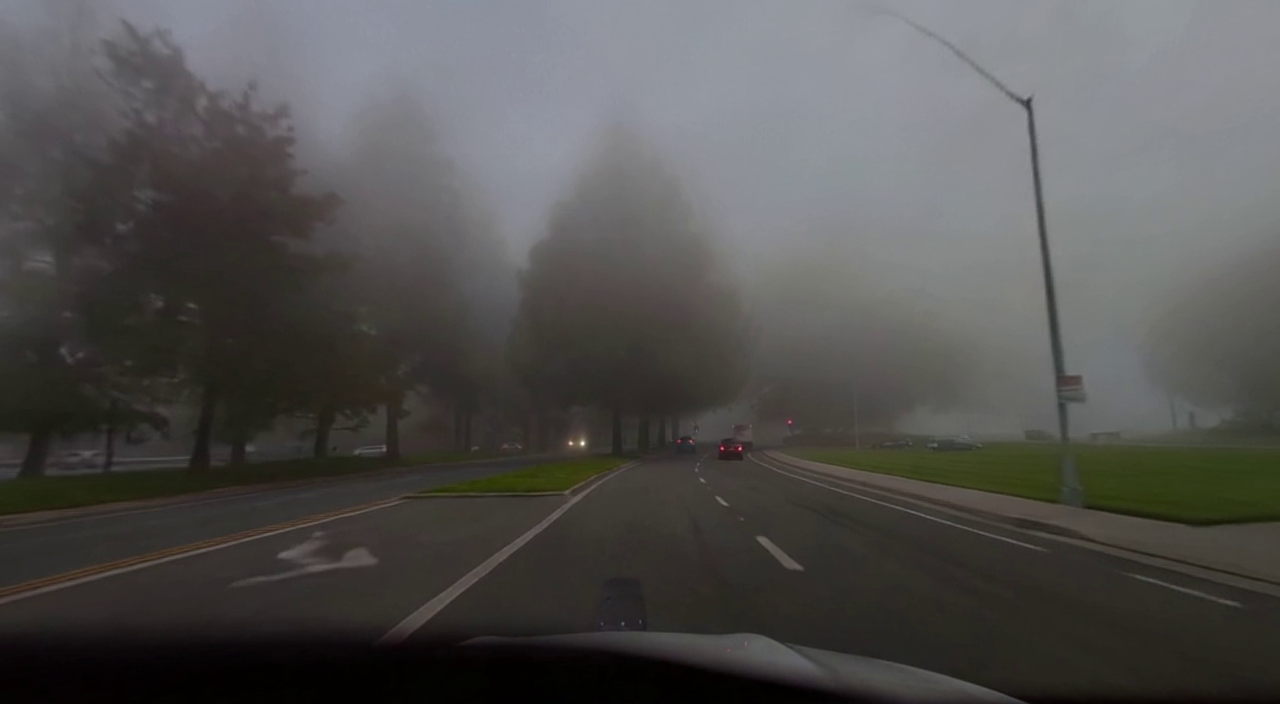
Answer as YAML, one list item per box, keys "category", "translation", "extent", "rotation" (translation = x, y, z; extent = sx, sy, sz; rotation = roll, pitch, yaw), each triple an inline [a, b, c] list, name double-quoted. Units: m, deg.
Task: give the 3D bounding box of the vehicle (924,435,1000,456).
- category: "vehicle"
  translation: [23.834, 6.937, 46.809]
  extent: [4.322, 1.467, 2.457]
  rotation: [0, -8, 0]

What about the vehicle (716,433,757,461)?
- category: "vehicle"
  translation: [5.595, 5.556, 36.967]
  extent: [1.989, 1.497, 4.436]
  rotation: [-1, -8, 4]
